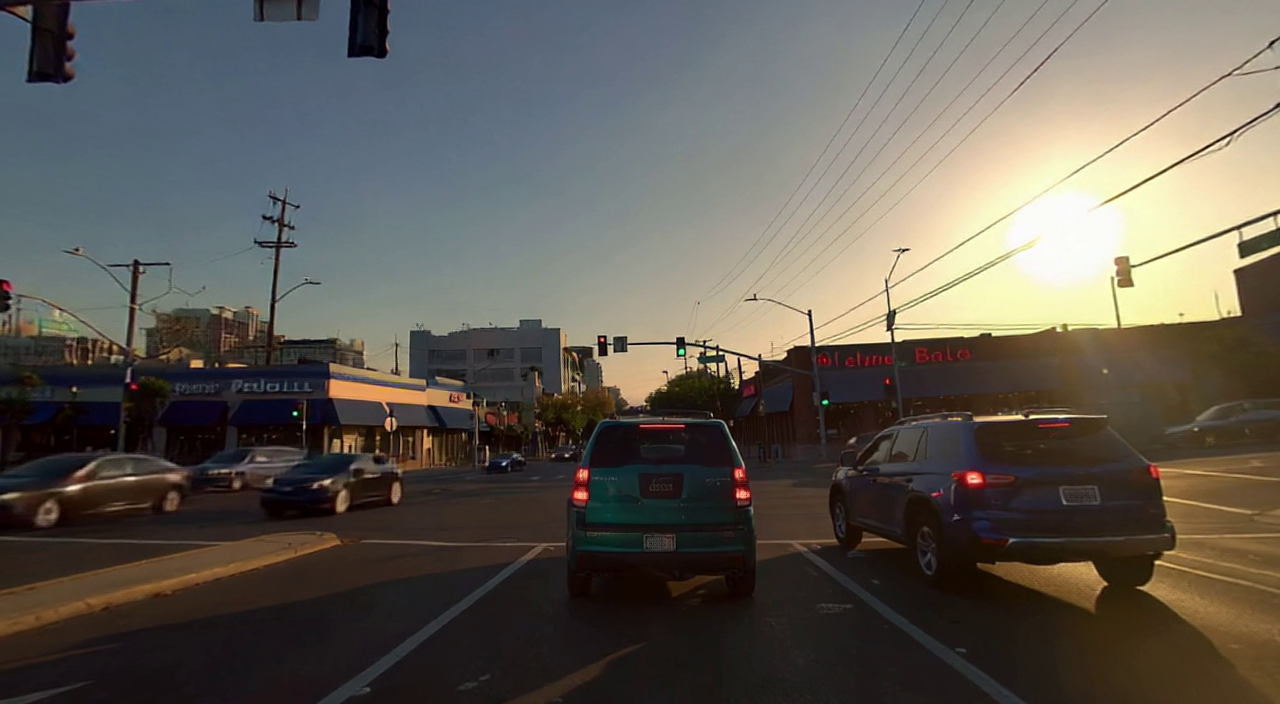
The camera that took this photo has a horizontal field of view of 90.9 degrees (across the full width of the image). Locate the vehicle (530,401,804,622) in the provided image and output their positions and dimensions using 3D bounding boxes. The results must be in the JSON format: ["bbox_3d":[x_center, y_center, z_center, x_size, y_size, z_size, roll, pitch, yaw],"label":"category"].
[{"bbox_3d":[0.259,1.506,6.827,2.098,1.682,3.778,0,-8,2],"label":"vehicle"}]

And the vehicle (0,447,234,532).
[{"bbox_3d":[-11.526,2.828,13.729,1.958,1.493,4.795,-1,-8,3],"label":"vehicle"}]

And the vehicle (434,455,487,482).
[{"bbox_3d":[-12.445,8.097,44.065,1.943,1.680,4.709,-1,-8,6],"label":"vehicle"}]

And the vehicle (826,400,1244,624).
[{"bbox_3d":[3.605,1.516,6.934,1.976,1.664,4.189,-1,-8,2],"label":"vehicle"}]

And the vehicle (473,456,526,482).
[{"bbox_3d":[-8.909,7.503,40.530,1.911,1.461,4.691,-1,-8,6],"label":"vehicle"}]

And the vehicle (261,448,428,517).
[{"bbox_3d":[-7.201,3.187,15.973,1.924,1.453,4.343,-1,-8,3],"label":"vehicle"}]
